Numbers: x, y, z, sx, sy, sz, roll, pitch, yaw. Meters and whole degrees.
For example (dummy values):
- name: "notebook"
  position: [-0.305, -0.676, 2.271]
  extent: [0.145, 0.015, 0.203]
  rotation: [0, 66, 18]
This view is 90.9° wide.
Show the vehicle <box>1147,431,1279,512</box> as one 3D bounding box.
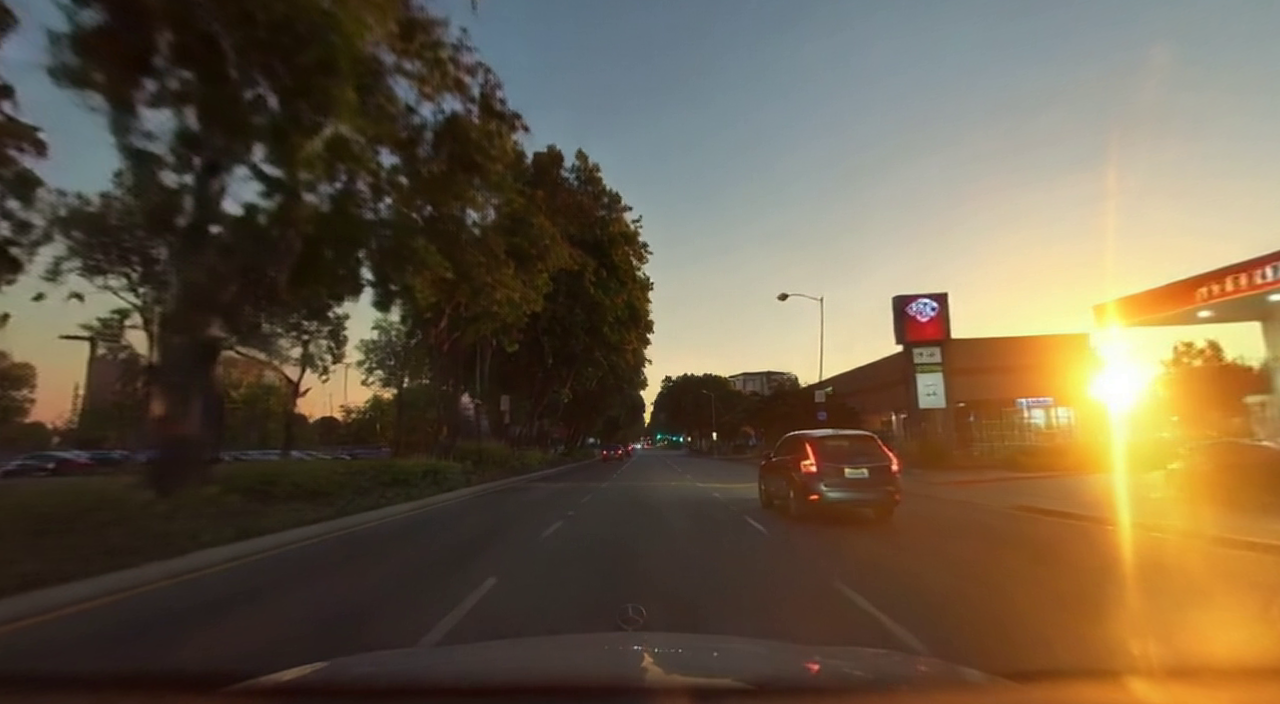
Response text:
- name: "vehicle"
  position: [13.162, 2.381, 12.798]
  extent: [1.899, 1.514, 4.749]
  rotation: [-2, -8, 2]

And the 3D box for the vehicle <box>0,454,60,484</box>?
- name: "vehicle"
  position: [-31.964, 5.830, 31.477]
  extent: [4.149, 1.418, 1.899]
  rotation: [-1, -8, 1]

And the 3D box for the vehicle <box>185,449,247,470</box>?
- name: "vehicle"
  position: [-31.842, 8.080, 47.432]
  extent: [3.408, 1.370, 1.770]
  rotation: [-2, -8, 0]

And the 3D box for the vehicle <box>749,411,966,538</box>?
- name: "vehicle"
  position: [3.480, 2.077, 11.342]
  extent: [2.151, 1.771, 4.792]
  rotation: [0, -8, 0]
